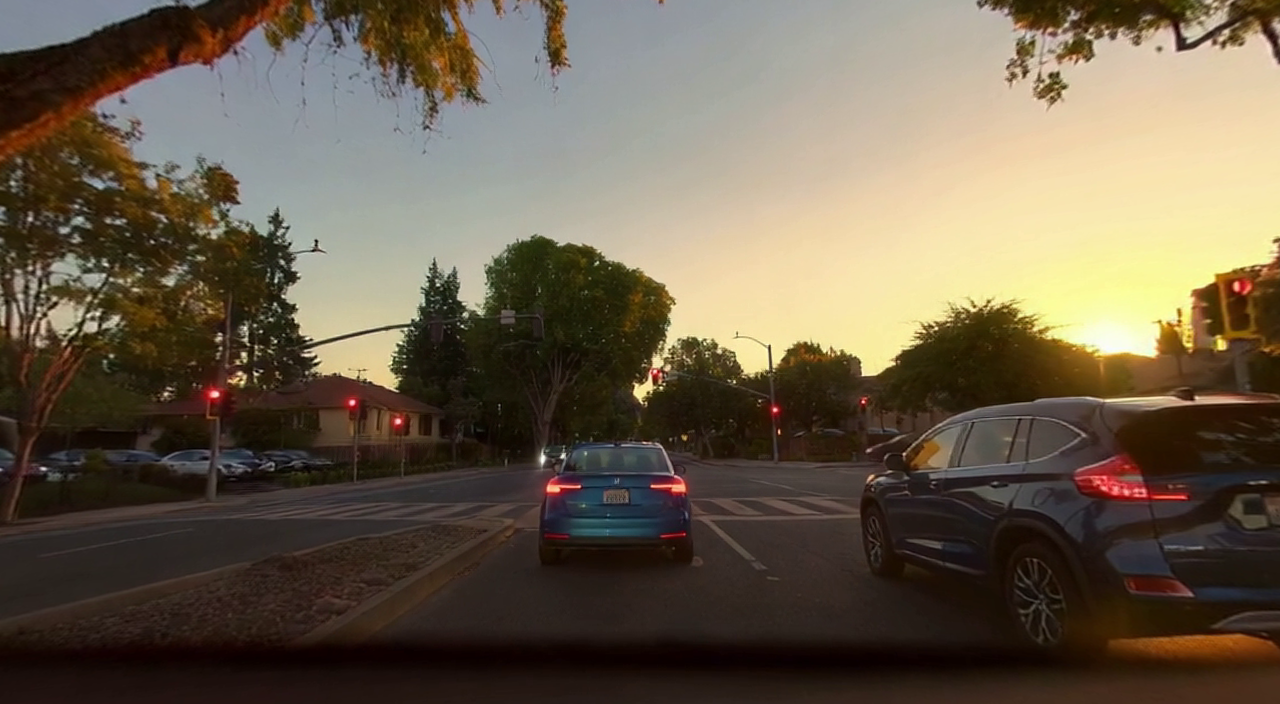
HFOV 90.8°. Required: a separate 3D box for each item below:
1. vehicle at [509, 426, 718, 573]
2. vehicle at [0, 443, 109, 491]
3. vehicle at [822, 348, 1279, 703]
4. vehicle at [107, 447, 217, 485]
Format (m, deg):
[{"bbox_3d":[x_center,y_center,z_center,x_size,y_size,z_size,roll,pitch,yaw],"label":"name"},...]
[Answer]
[{"bbox_3d":[-0.321,1.895,9.010,2.177,1.512,4.682,0,-9,-1],"label":"vehicle"},{"bbox_3d":[-28.480,5.336,29.521,5.119,2.119,2.199,5,-10,-31],"label":"vehicle"},{"bbox_3d":[3.189,1.178,5.201,2.046,1.768,4.370,0,-9,0],"label":"vehicle"},{"bbox_3d":[-28.602,6.784,38.062,4.943,2.110,2.217,5,-10,-32],"label":"vehicle"}]
